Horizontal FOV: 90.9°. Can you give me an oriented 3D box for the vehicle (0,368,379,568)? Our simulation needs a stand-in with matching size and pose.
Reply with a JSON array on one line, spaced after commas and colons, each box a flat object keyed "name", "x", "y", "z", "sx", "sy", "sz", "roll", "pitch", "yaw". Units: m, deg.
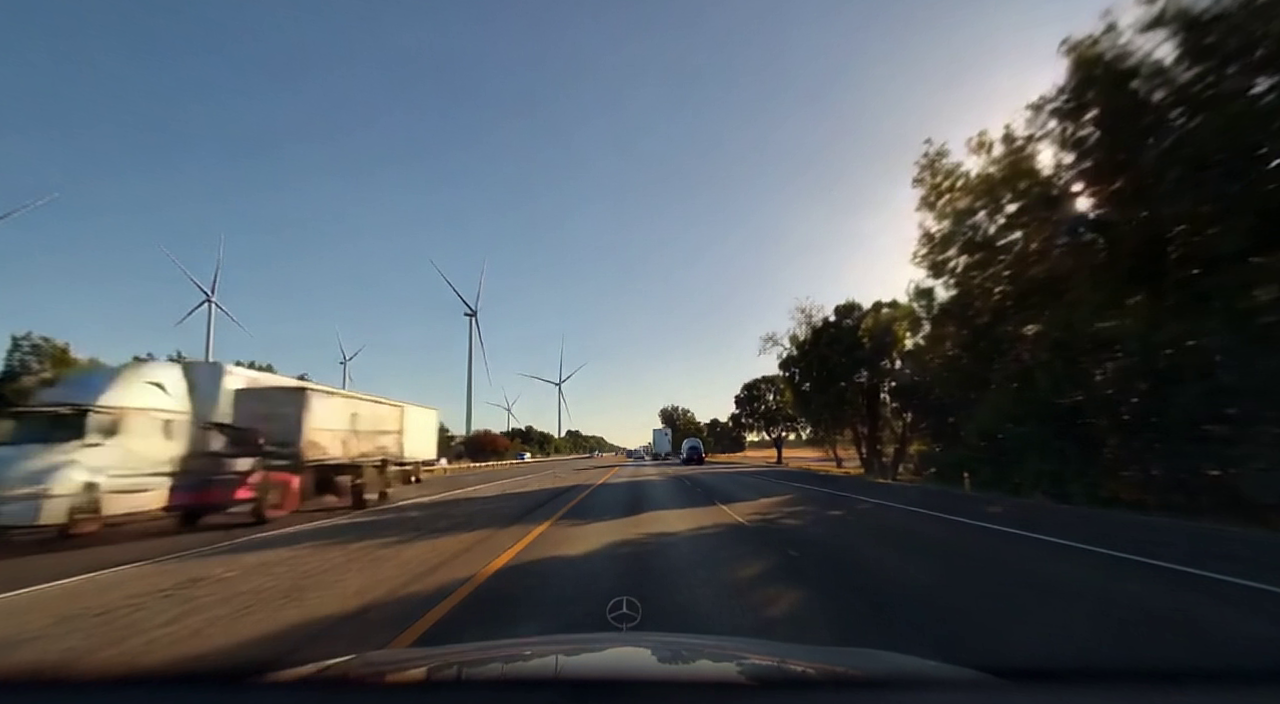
[{"name": "vehicle", "x": -8.193, "y": 2.205, "z": 12.583, "sx": 2.700, "sy": 2.772, "sz": 7.443, "roll": 0, "pitch": -9, "yaw": 0}]
